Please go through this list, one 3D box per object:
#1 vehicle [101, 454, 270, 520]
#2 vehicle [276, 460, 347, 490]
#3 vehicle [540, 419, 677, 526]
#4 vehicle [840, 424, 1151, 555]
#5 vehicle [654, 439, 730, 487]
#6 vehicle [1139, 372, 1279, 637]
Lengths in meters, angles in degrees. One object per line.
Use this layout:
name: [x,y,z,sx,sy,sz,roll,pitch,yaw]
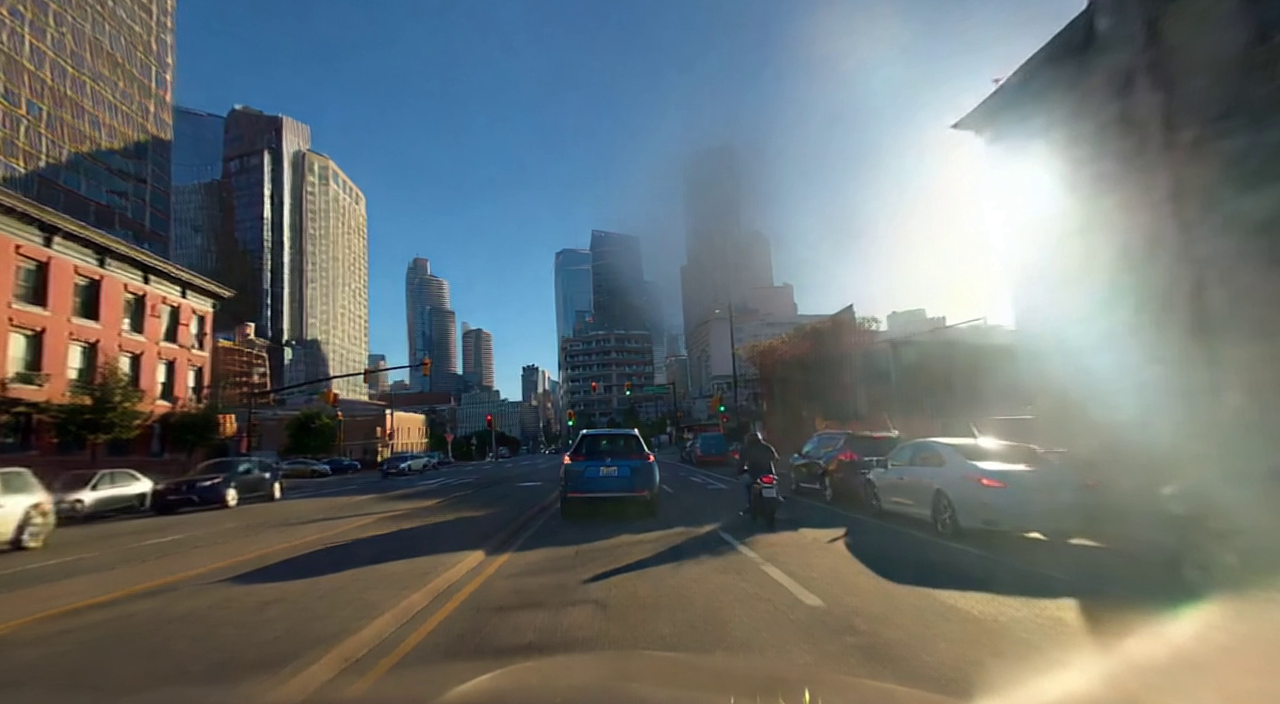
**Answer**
vehicle: [-14.684,4.325,20.836,2.267,1.831,4.702,0,-9,-4]
vehicle: [-19.294,7.225,37.292,2.038,1.607,4.348,1,-9,-3]
vehicle: [-0.590,2.307,12.599,2.265,1.748,4.130,0,-9,-2]
vehicle: [4.954,1.970,9.808,2.012,1.532,4.565,0,-9,-3]
vehicle: [1.697,3.845,22.227,2.101,1.507,4.355,0,-9,-3]
vehicle: [5.300,0.840,3.110,2.094,1.719,4.150,0,-9,-3]
